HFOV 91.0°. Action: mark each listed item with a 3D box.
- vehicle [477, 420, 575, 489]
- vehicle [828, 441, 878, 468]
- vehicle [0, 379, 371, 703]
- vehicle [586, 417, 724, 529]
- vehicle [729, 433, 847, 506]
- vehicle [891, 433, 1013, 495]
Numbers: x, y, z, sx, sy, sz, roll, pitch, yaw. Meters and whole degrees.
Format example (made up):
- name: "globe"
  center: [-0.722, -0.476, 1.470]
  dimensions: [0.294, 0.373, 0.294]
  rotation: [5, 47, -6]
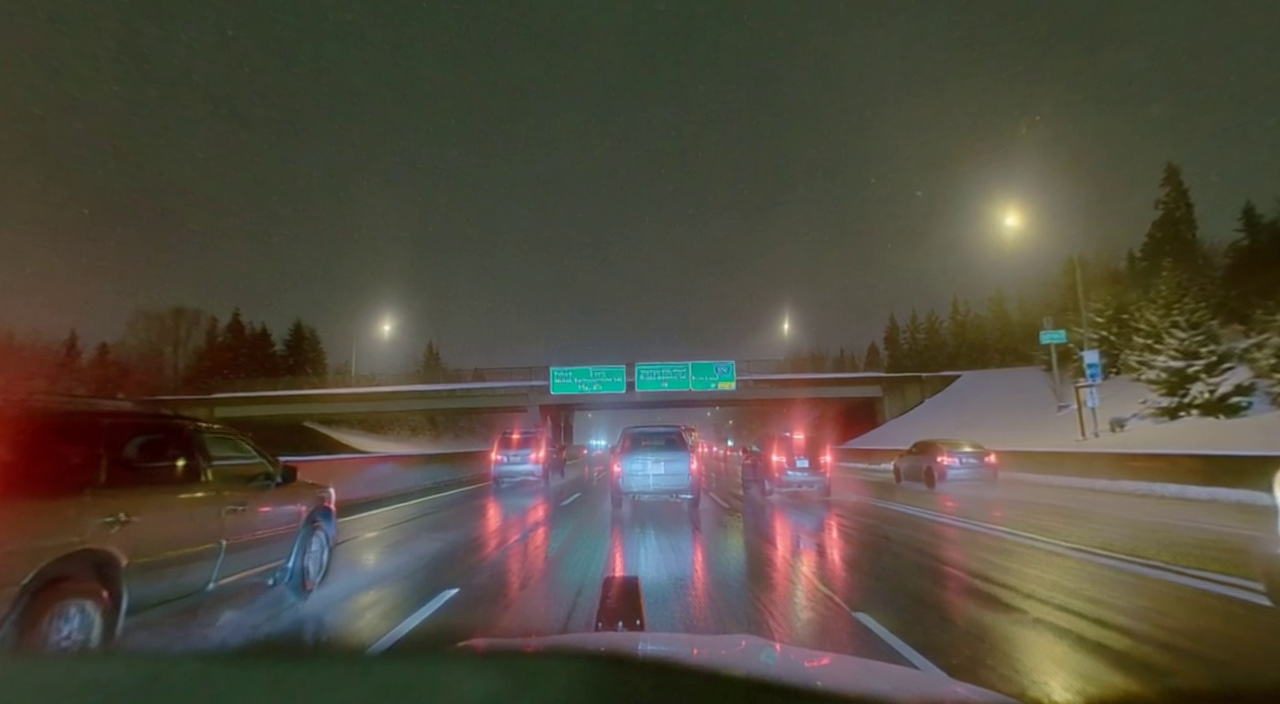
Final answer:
- name: "vehicle"
  center: [-3.876, 3.658, 22.742]
  dimensions: [2.212, 2.101, 6.052]
  rotation: [0, -9, 2]
- name: "vehicle"
  center: [15.140, 7.314, 44.996]
  dimensions: [2.085, 1.754, 4.466]
  rotation: [0, -9, 1]
- name: "vehicle"
  center: [-3.640, 1.056, 3.613]
  dimensions: [2.014, 1.579, 4.761]
  rotation: [0, -9, 1]
- name: "vehicle"
  center: [0.270, 2.246, 12.206]
  dimensions: [2.181, 1.756, 4.167]
  rotation: [0, -9, 1]
- name: "vehicle"
  center: [3.720, 3.034, 16.769]
  dimensions: [2.022, 1.633, 4.651]
  rotation: [0, -9, 0]
- name: "vehicle"
  center: [9.994, 3.596, 20.587]
  dimensions: [1.977, 1.795, 4.208]
  rotation: [0, -9, 3]
